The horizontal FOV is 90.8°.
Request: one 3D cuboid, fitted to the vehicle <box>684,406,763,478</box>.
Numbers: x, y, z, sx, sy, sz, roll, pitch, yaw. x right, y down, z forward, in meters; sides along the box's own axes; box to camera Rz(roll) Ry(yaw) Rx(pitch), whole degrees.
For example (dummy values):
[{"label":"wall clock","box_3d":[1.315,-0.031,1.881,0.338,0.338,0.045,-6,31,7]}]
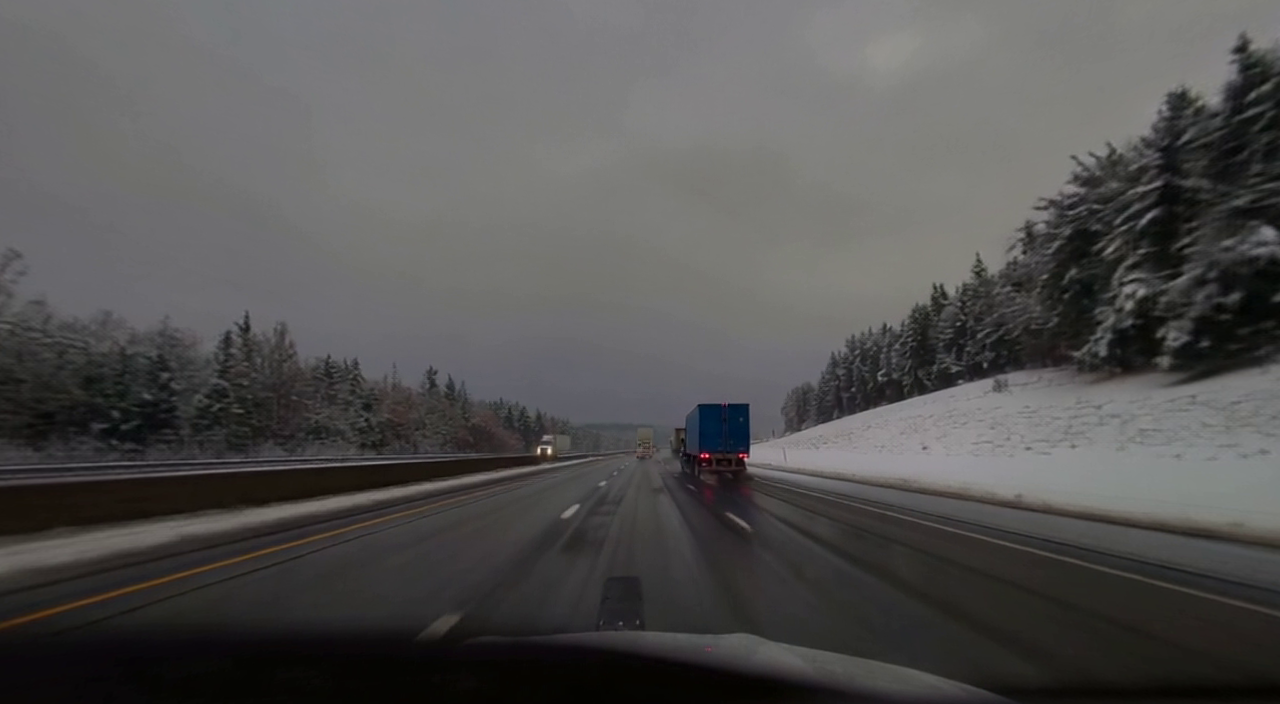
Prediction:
[{"label":"vehicle","box_3d":[4.319,4.980,34.678,2.960,3.381,8.914,0,-9,-1]}]
